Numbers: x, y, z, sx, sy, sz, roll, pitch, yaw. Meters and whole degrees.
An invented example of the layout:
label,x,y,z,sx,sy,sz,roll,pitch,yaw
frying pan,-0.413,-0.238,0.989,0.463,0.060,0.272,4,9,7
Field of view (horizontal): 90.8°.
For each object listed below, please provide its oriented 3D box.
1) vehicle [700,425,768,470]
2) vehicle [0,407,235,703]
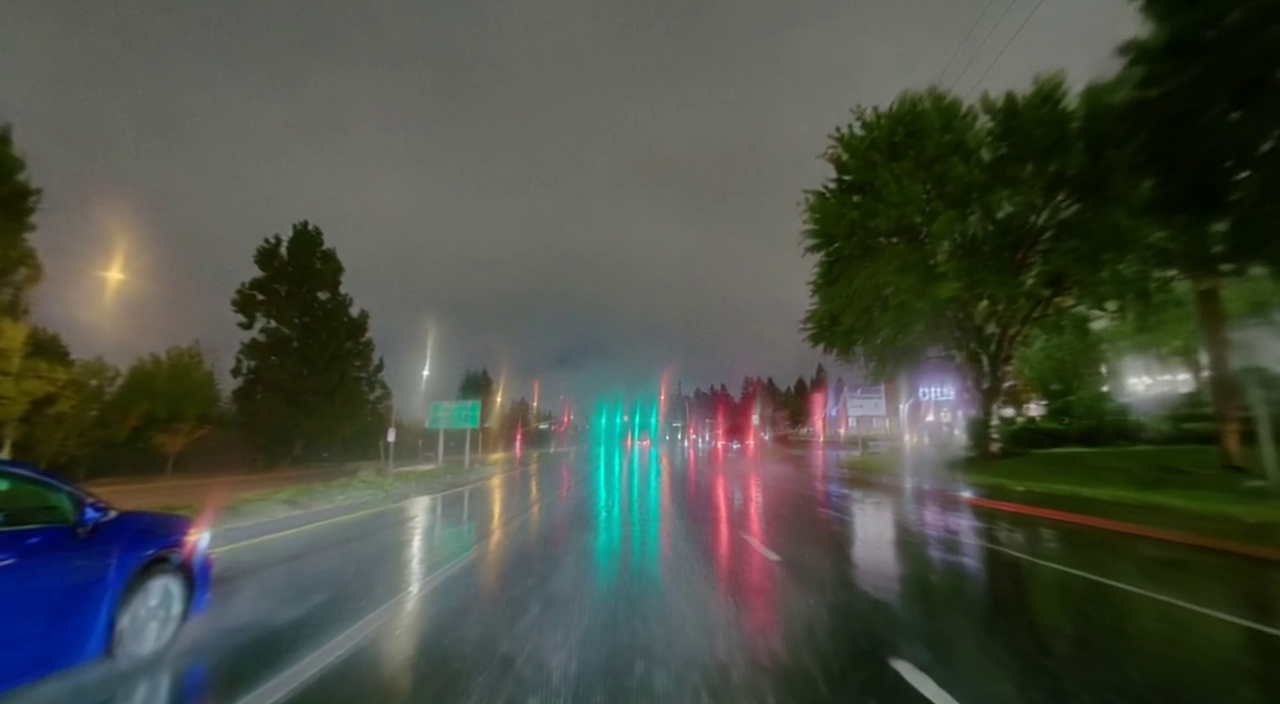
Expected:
label,x,y,z,sx,sy,sz,roll,pitch,yaw
vehicle,4.545,4.756,31.538,2.476,2.016,5.586,0,-8,-1
vehicle,-3.908,0.915,2.295,2.017,1.470,4.293,0,-8,0
